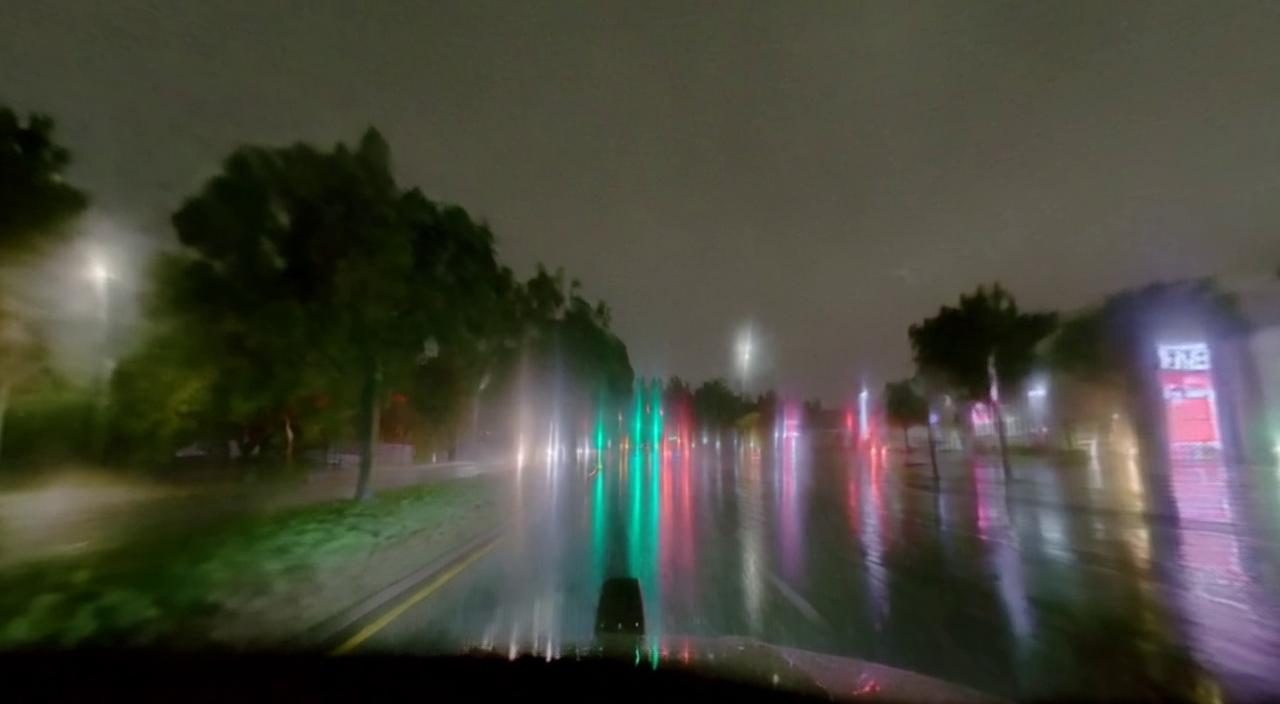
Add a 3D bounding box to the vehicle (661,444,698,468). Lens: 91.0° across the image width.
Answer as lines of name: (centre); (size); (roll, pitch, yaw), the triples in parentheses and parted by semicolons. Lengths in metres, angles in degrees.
vehicle: (2.557, 6.842, 41.485); (2.015, 1.479, 4.444); (0, -9, -2)
